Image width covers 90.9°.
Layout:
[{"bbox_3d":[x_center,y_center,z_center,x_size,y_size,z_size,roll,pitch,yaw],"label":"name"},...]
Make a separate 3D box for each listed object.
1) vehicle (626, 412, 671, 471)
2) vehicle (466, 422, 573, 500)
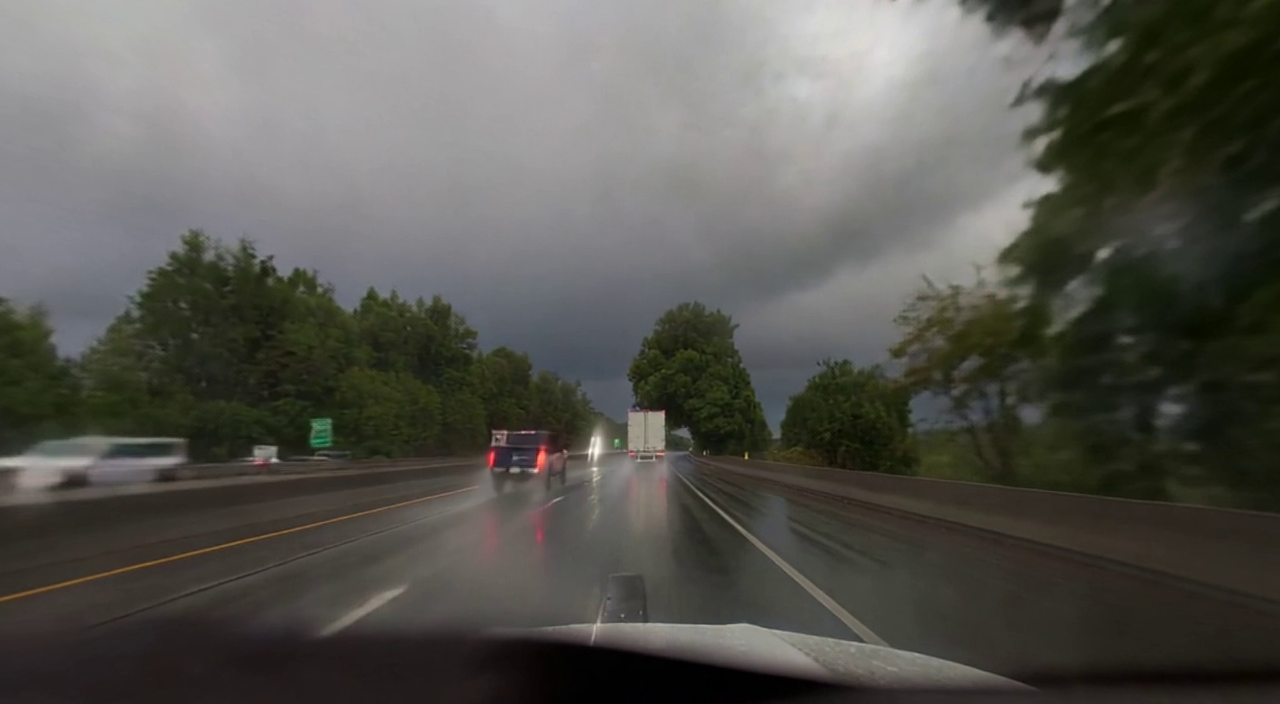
[{"bbox_3d":[0.593,6.840,47.869,3.024,3.965,10.399,0,-9,0],"label":"vehicle"},{"bbox_3d":[-3.663,3.466,20.414,2.283,2.156,5.546,0,-9,1],"label":"vehicle"}]
